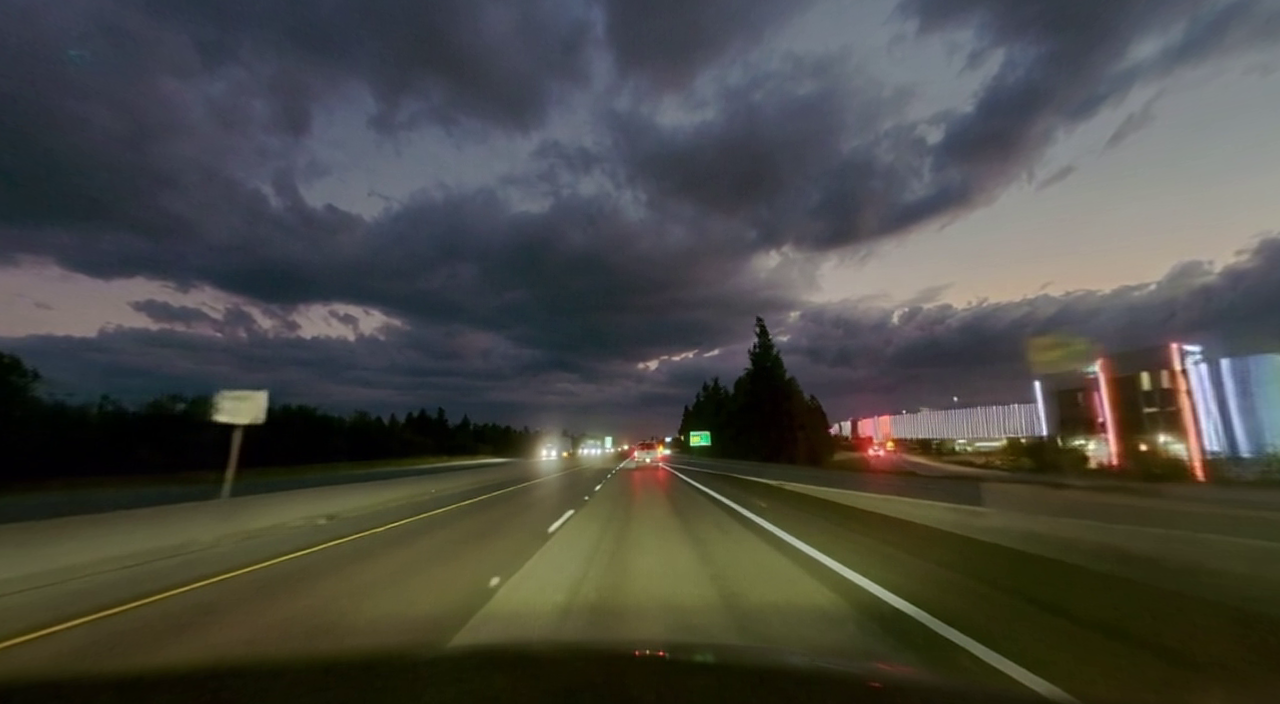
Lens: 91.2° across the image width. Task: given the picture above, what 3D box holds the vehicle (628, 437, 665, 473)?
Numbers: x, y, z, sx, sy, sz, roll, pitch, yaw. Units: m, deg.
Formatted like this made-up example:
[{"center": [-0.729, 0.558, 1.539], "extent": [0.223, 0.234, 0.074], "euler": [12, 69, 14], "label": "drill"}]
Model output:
[{"center": [0.430, 6.604, 40.336], "extent": [2.268, 2.122, 4.595], "euler": [-1, -9, 1], "label": "vehicle"}]
